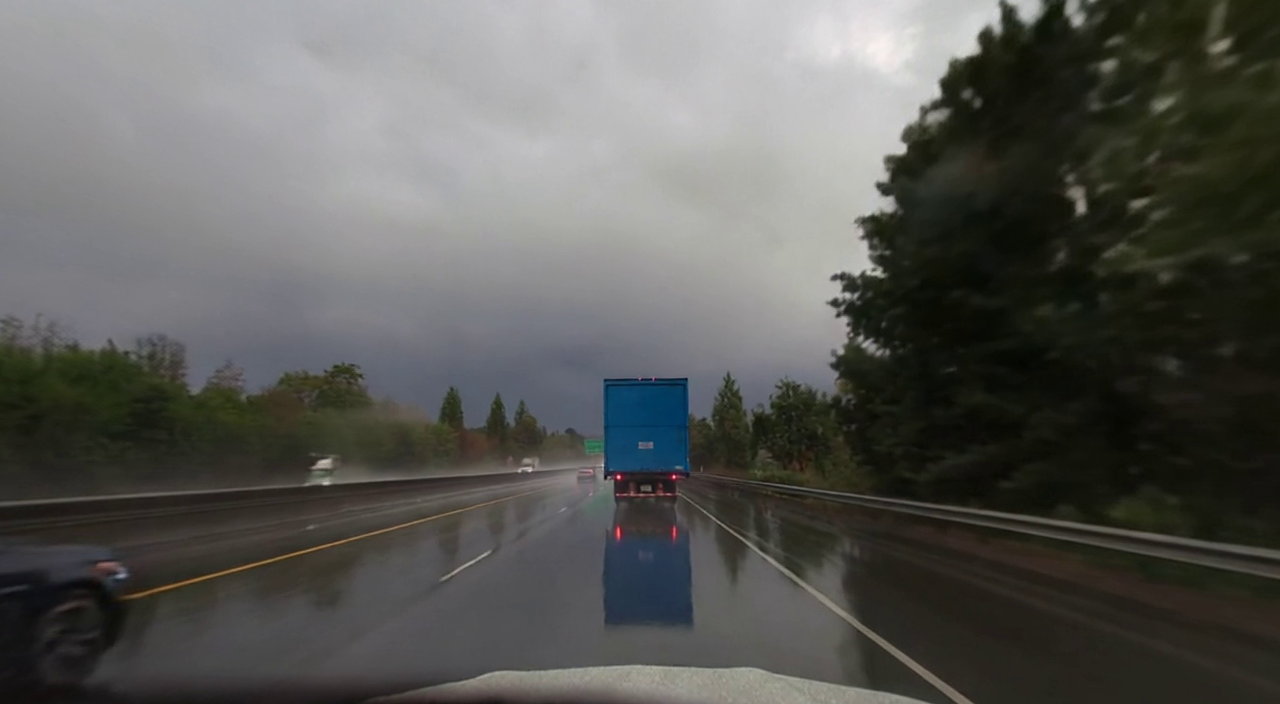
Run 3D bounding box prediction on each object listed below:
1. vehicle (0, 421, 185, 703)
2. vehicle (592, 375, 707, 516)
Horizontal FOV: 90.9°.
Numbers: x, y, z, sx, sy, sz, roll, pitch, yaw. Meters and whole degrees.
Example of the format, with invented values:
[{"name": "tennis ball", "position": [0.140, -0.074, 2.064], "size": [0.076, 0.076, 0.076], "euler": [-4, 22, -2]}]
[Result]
[{"name": "vehicle", "position": [-4.177, 0.861, 1.828], "size": [2.079, 1.506, 4.821], "euler": [1, -10, 0]}, {"name": "vehicle", "position": [0.127, 3.300, 21.367], "size": [3.008, 3.678, 9.512], "euler": [1, -10, -2]}]
